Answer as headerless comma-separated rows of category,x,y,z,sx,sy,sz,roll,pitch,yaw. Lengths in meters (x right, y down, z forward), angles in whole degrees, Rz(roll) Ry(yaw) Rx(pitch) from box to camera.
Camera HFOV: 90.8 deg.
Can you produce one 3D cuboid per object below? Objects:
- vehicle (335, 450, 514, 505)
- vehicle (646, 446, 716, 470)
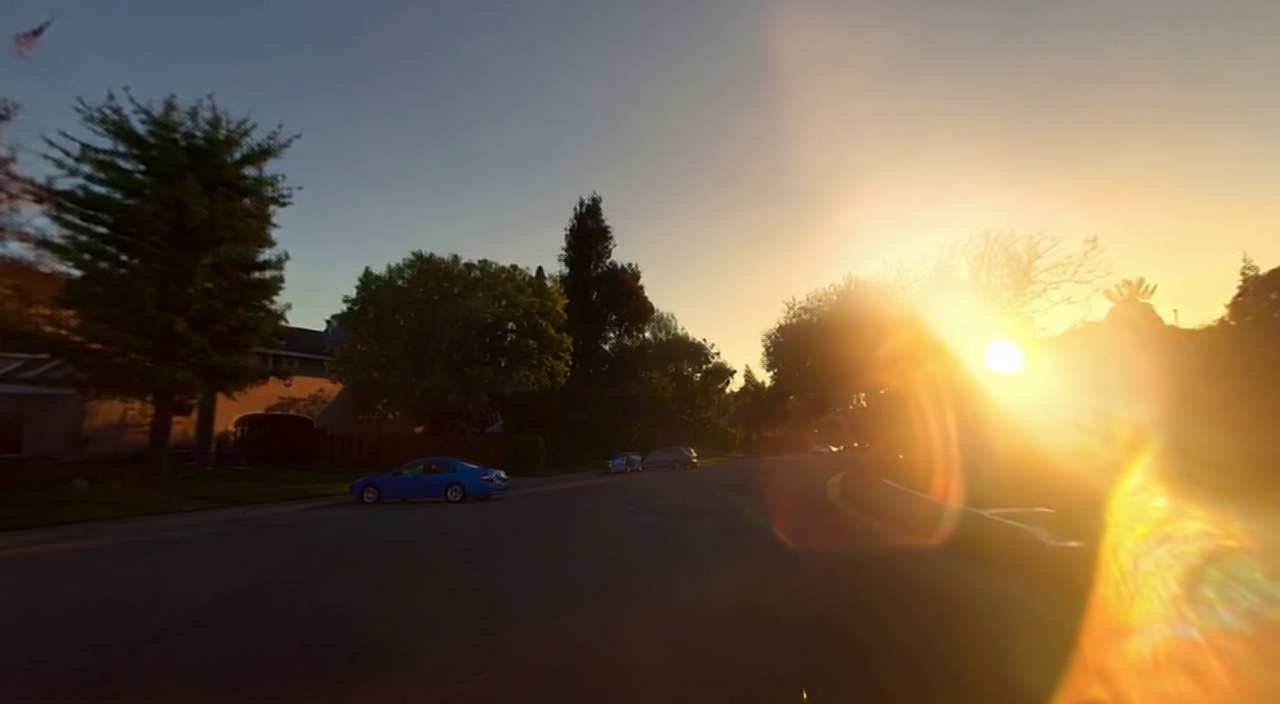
vehicle,-6.319,3.691,18.798,4.653,1.480,1.871,-2,-9,9
vehicle,2.966,7.651,45.905,4.692,1.660,1.879,-3,-9,20
